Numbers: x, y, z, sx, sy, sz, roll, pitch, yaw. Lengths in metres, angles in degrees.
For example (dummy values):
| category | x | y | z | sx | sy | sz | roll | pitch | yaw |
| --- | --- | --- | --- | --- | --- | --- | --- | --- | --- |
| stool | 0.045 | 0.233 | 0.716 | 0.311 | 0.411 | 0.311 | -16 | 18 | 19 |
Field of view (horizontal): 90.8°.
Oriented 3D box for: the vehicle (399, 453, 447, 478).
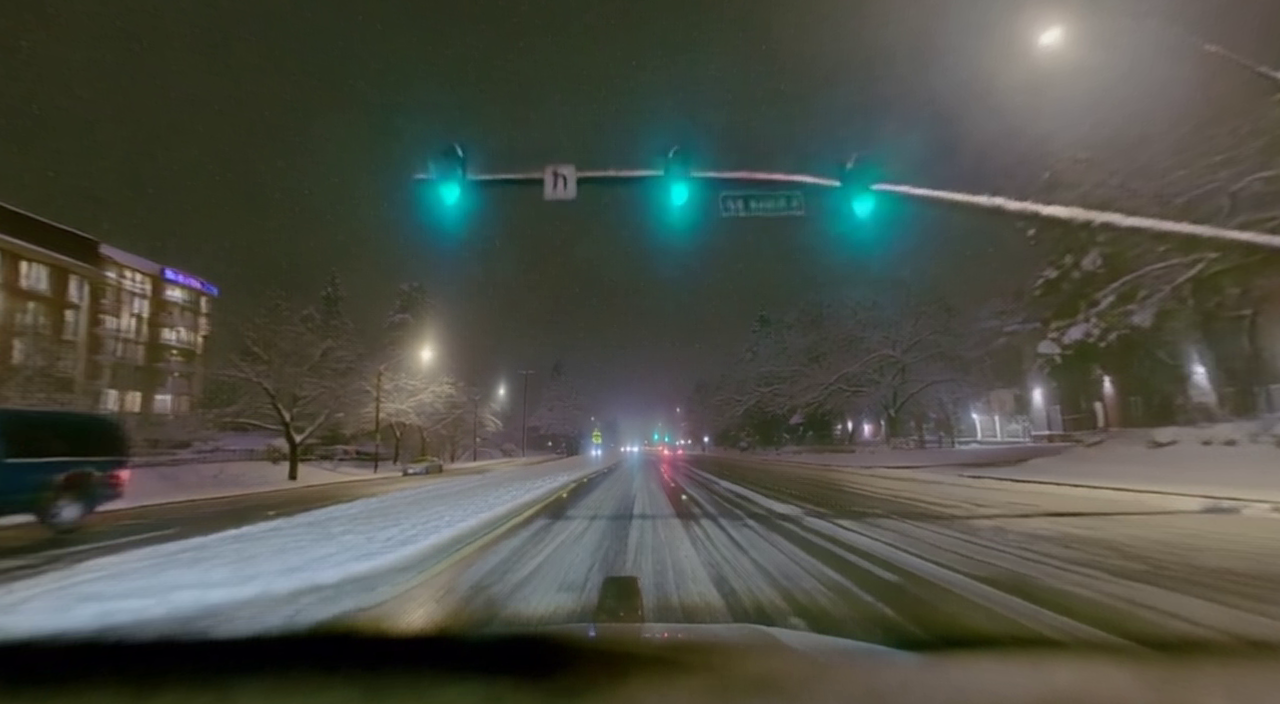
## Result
| category | x | y | z | sx | sy | sz | roll | pitch | yaw |
| --- | --- | --- | --- | --- | --- | --- | --- | --- | --- |
| vehicle | -16.078 | 8.396 | 47.008 | 1.975 | 1.629 | 4.491 | 0 | -8 | 0 |

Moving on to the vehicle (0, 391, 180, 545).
| category | x | y | z | sx | sy | sz | roll | pitch | yaw |
| --- | --- | --- | --- | --- | --- | --- | --- | --- | --- |
| vehicle | -15.757 | 2.705 | 14.864 | 2.783 | 3.404 | 9.441 | 0 | -9 | -1 |
